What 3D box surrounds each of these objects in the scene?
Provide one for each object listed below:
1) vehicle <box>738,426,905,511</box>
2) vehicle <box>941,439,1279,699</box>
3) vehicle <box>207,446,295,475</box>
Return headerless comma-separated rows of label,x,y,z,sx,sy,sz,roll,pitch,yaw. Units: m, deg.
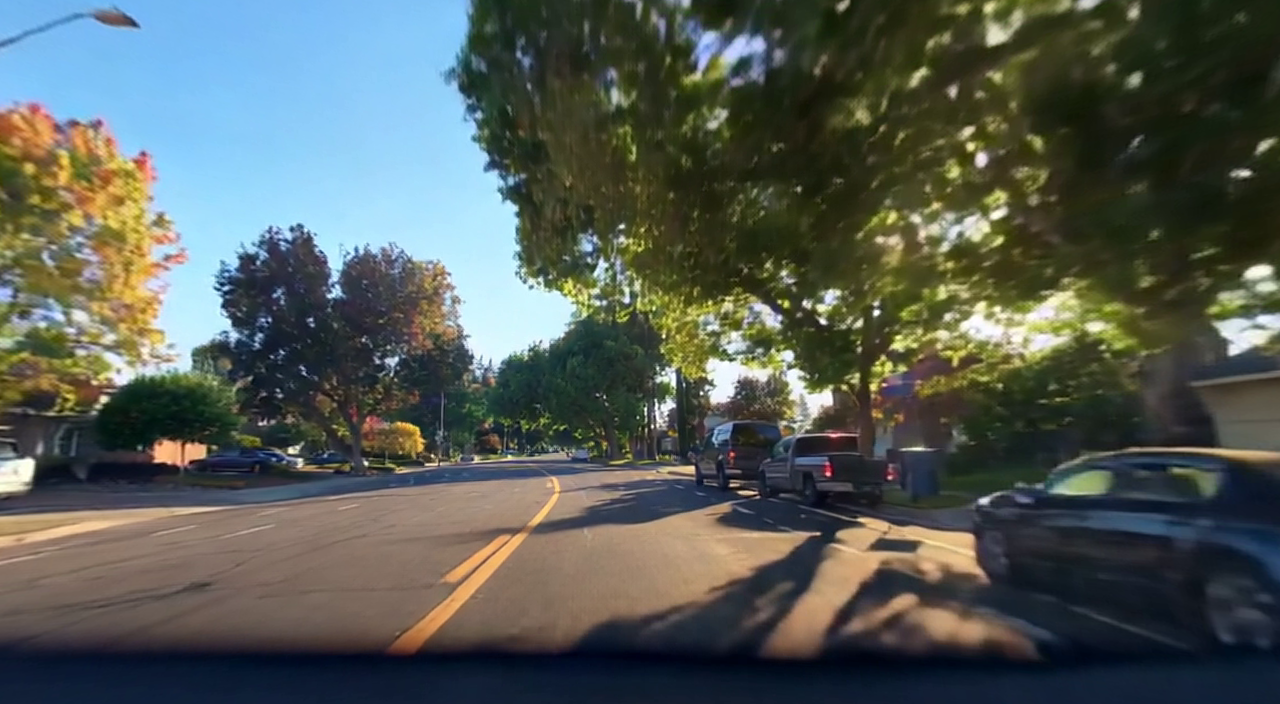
vehicle,5.089,3.428,19.248,2.670,2.085,6.775,1,-9,-4
vehicle,5.405,1.610,5.497,2.713,1.671,4.939,1,-8,-7
vehicle,-28.309,7.890,46.136,4.975,1.847,2.096,0,-8,-16
